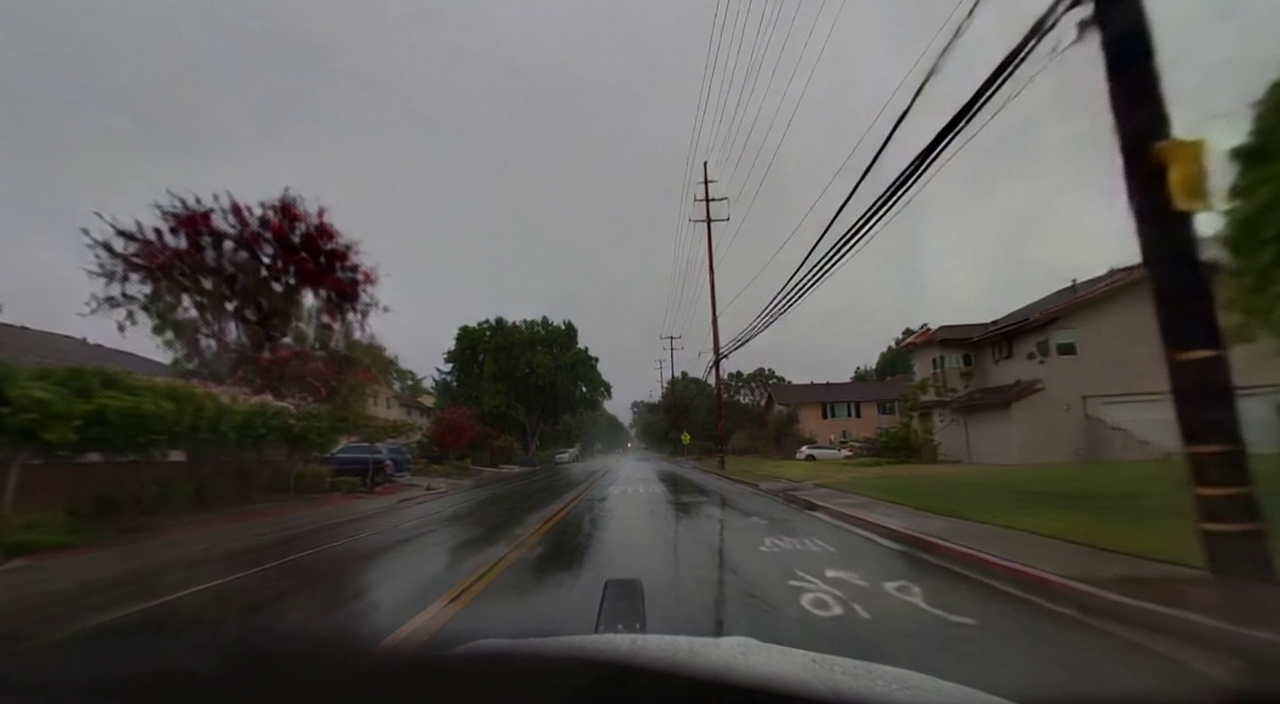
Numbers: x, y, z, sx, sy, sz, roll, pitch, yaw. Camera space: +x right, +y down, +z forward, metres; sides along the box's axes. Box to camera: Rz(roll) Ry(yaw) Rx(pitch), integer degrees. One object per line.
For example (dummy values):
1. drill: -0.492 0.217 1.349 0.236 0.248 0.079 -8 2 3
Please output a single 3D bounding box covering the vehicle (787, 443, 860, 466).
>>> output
1. vehicle: 13.481 7.555 46.563 4.624 1.420 2.045 -1 -9 -7
